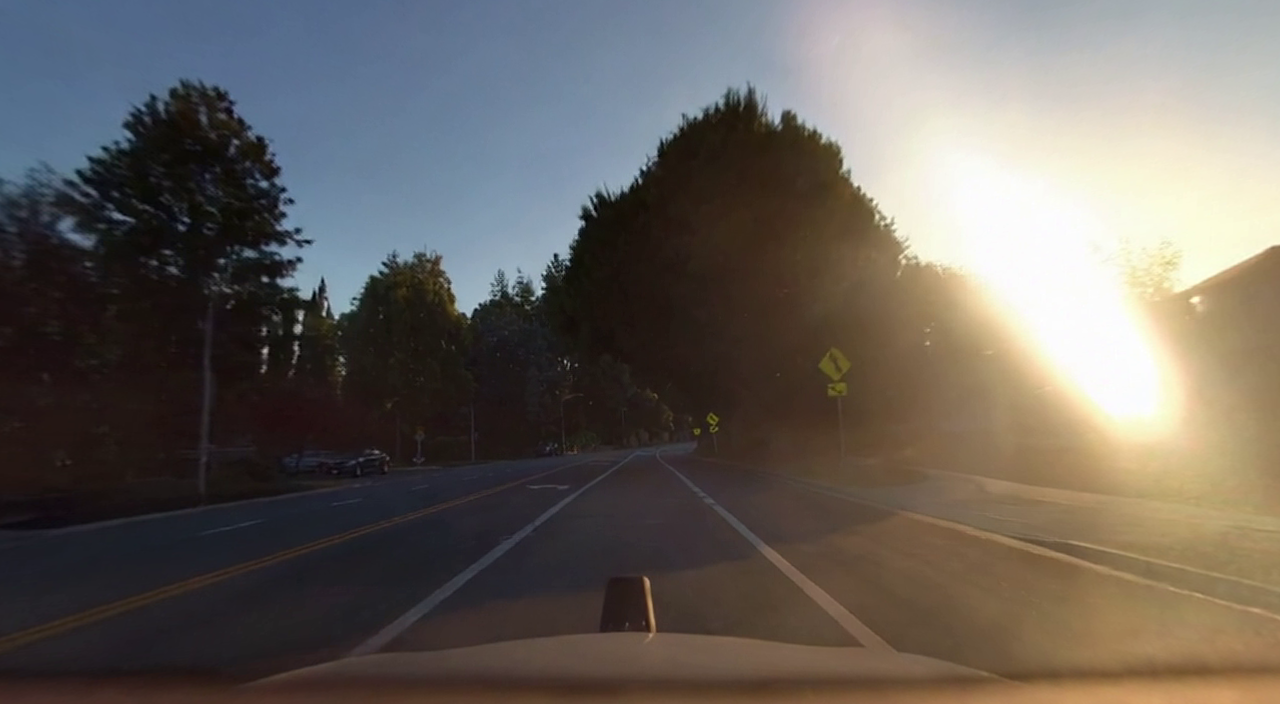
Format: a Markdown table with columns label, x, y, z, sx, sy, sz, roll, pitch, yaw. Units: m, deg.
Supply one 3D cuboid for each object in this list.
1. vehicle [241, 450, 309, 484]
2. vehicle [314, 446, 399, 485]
| label | x | y | z | sx | sy | sz | roll | pitch | yaw |
| --- | --- | --- | --- | --- | --- | --- | --- | --- | --- |
| vehicle | -19.255 | 6.027 | 33.427 | 2.012 | 1.572 | 3.830 | 1 | -8 | -13 |
| vehicle | -14.229 | 5.678 | 31.923 | 2.199 | 1.592 | 4.492 | -4 | -8 | 1 |
